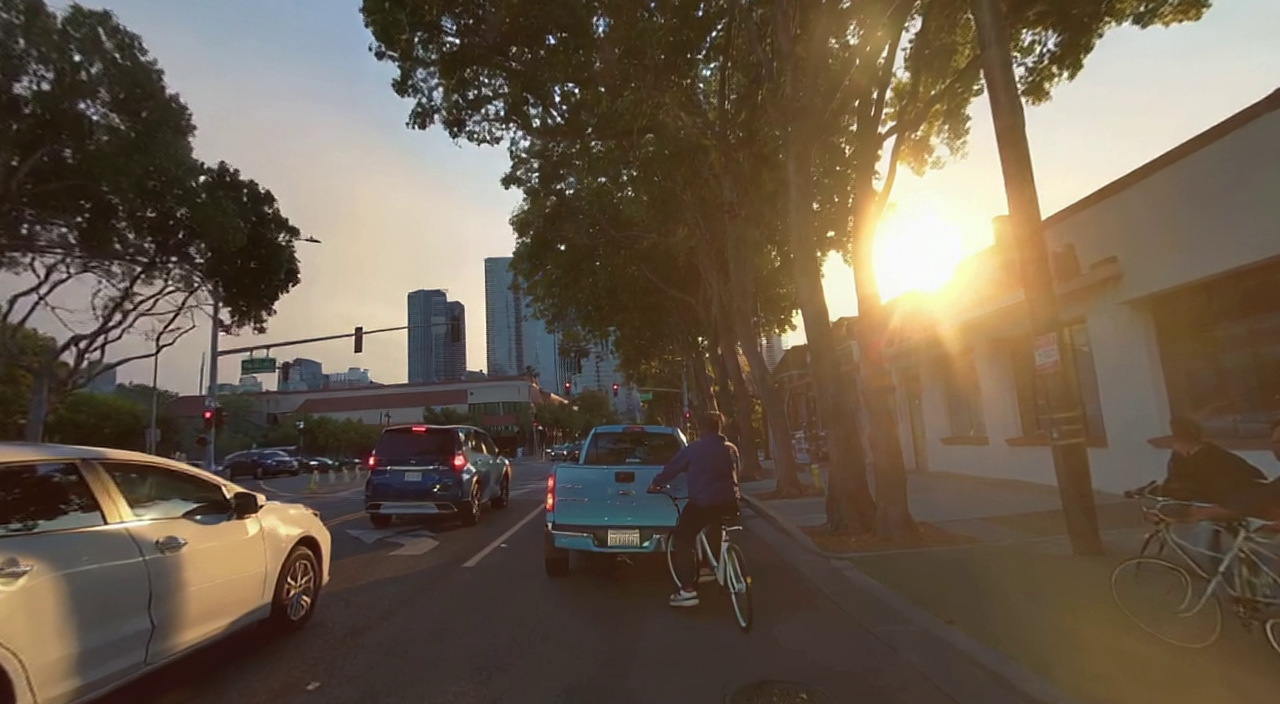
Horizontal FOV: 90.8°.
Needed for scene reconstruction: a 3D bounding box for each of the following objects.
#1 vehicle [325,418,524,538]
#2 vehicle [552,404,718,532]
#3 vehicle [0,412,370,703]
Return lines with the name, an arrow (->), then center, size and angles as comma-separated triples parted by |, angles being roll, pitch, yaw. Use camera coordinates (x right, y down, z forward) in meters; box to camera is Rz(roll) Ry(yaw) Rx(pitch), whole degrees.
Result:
vehicle -> -3.602, 2.198, 11.611 | 2.046, 1.750, 4.452 | 0, -9, 0
vehicle -> -0.114, 2.086, 11.878 | 2.426, 1.882, 5.027 | 0, -9, -1
vehicle -> -3.558, 1.172, 3.697 | 2.064, 1.486, 4.140 | 0, -9, 1
